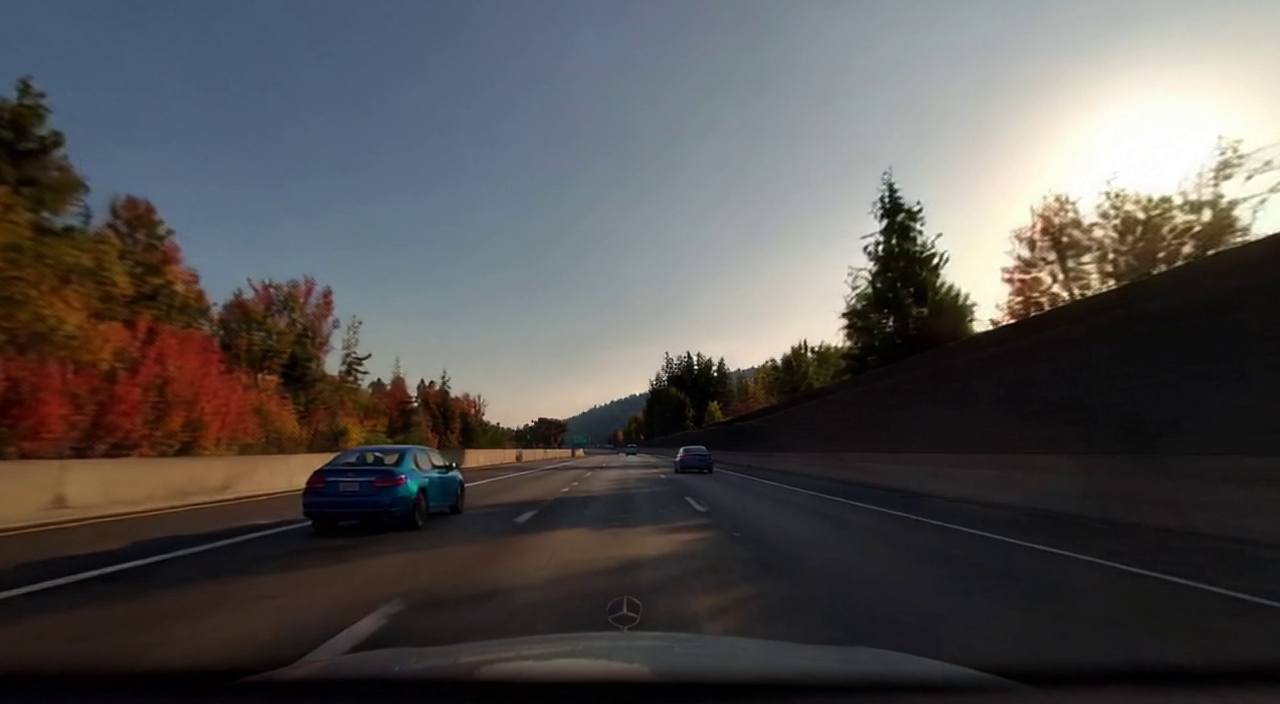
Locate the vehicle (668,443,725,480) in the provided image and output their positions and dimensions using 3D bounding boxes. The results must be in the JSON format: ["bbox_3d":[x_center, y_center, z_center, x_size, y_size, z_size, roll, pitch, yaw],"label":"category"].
[{"bbox_3d":[2.614,5.201,30.238,2.146,1.573,4.661,0,-9,-2],"label":"vehicle"}]

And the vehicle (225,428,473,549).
[{"bbox_3d":[-4.366,2.108,10.420,2.010,1.550,4.376,0,-9,0],"label":"vehicle"}]
